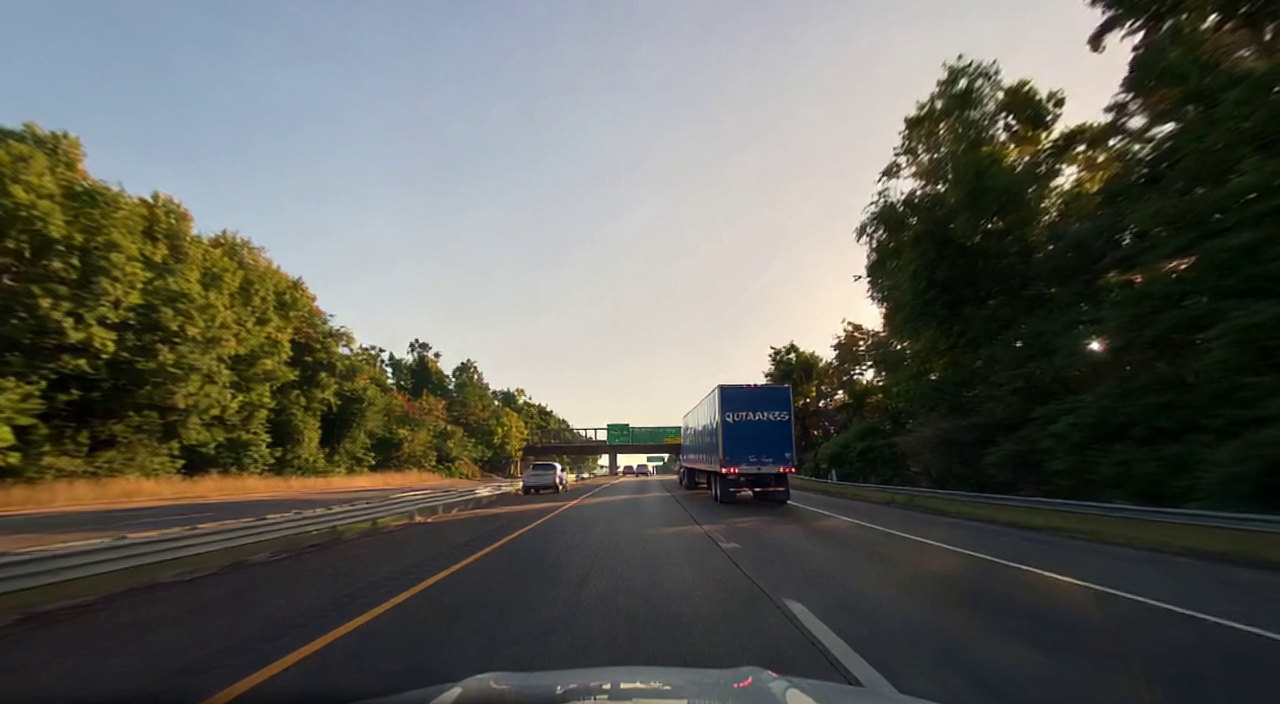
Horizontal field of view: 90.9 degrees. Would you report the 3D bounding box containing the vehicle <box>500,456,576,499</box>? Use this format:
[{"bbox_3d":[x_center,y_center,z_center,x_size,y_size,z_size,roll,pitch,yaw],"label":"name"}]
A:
[{"bbox_3d":[-4.060,5.156,25.996,2.180,1.556,4.895,0,-11,2],"label":"vehicle"}]

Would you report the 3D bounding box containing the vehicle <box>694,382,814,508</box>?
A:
[{"bbox_3d":[4.119,3.955,25.739,2.871,4.032,10.642,1,-10,0],"label":"vehicle"}]
